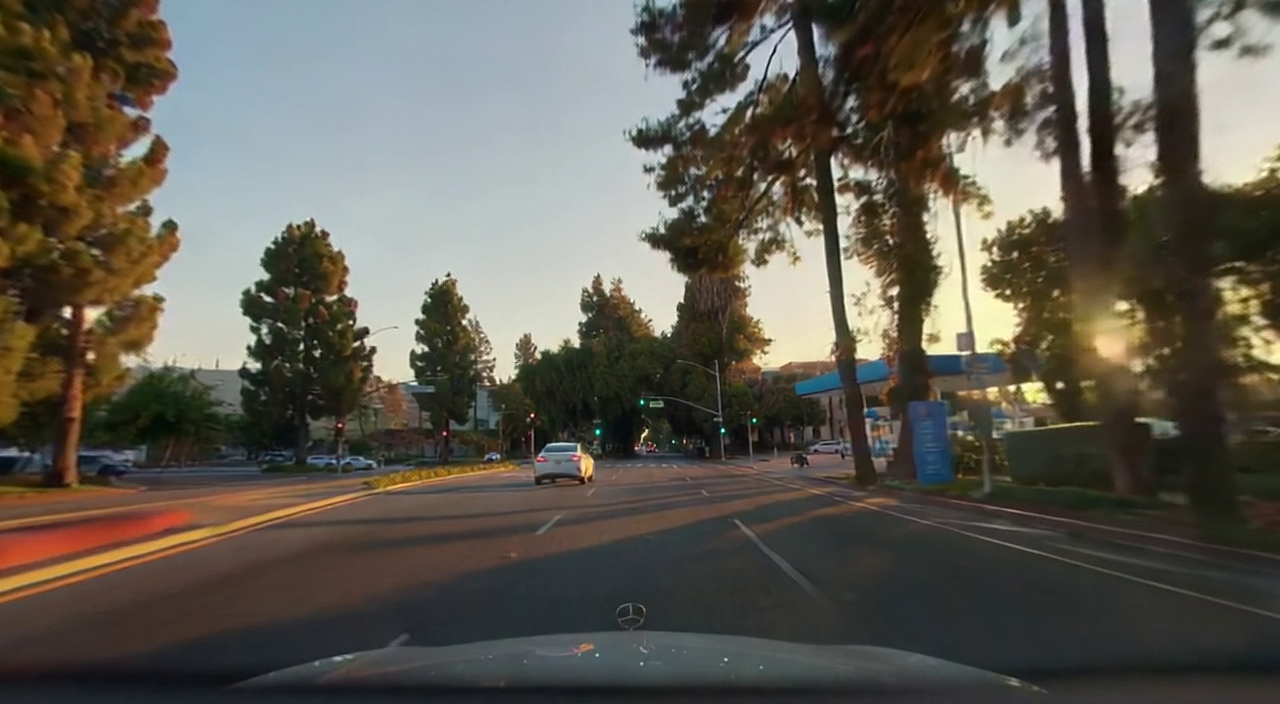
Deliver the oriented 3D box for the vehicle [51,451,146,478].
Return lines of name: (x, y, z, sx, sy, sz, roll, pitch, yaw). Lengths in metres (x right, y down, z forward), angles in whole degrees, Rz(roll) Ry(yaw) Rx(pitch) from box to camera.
vehicle: (-36.257, 7.517, 42.268, 4.553, 1.492, 1.967, -2, -8, -1)

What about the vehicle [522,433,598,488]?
vehicle: (-2.737, 3.862, 22.739, 2.011, 1.756, 4.478, 0, -9, 2)
